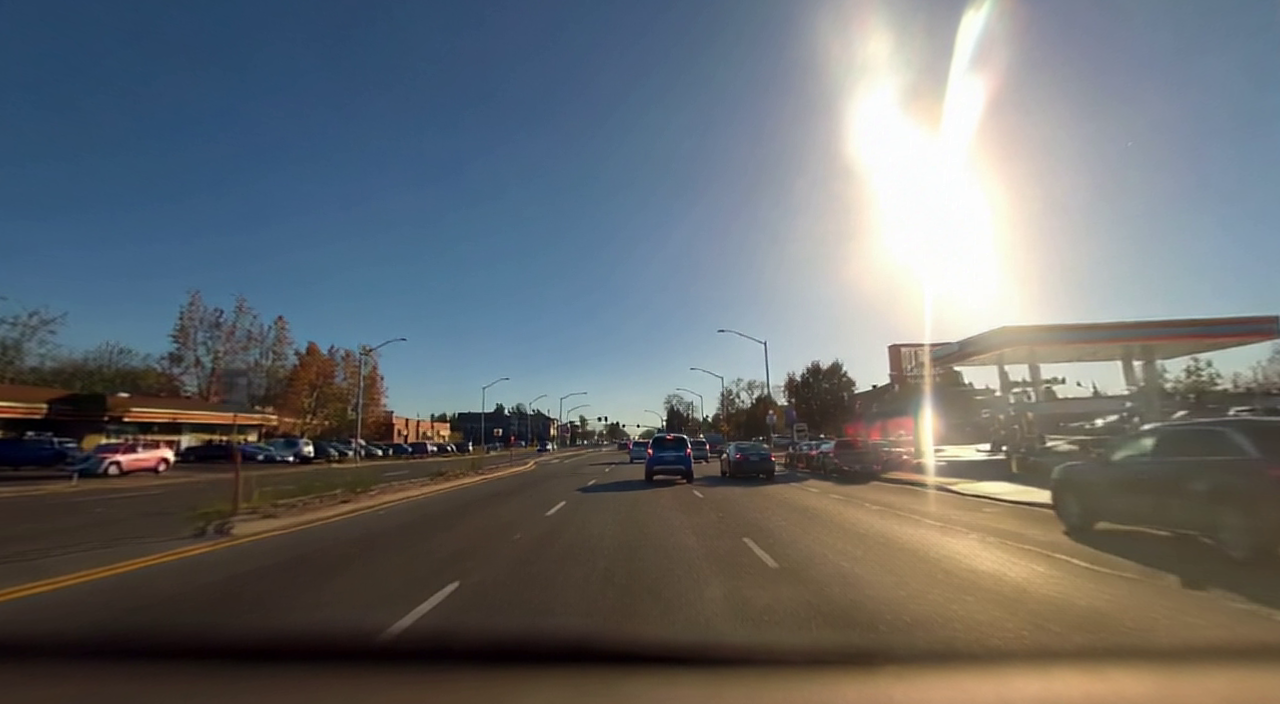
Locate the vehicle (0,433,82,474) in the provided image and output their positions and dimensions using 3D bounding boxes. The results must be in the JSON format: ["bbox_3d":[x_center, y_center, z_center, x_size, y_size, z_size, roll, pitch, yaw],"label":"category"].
[{"bbox_3d":[-31.194,5.094,31.658,1.928,1.922,4.539,0,-8,-2],"label":"vehicle"}]

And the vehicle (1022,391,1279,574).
[{"bbox_3d":[7.244,1.499,7.659,2.032,1.776,4.782,0,-8,-1],"label":"vehicle"}]

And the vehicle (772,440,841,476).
[{"bbox_3d":[7.440,4.750,28.550,1.818,1.459,4.806,0,-8,0],"label":"vehicle"}]

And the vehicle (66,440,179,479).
[{"bbox_3d":[-25.864,5.344,31.615,2.044,1.695,4.619,-1,-7,-5],"label":"vehicle"}]

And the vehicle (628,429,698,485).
[{"bbox_3d":[0.835,3.857,23.467,2.317,1.857,5.150,0,-8,2],"label":"vehicle"}]

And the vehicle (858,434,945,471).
[{"bbox_3d":[12.788,4.948,31.126,2.019,1.711,4.862,1,-8,-3],"label":"vehicle"}]

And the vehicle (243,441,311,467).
[{"bbox_3d":[-26.161,7.354,45.438,1.922,1.755,4.511,-1,-8,6],"label":"vehicle"}]

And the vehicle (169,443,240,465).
[{"bbox_3d":[-31.496,7.376,45.590,1.920,1.446,4.448,-2,-8,1],"label":"vehicle"}]
